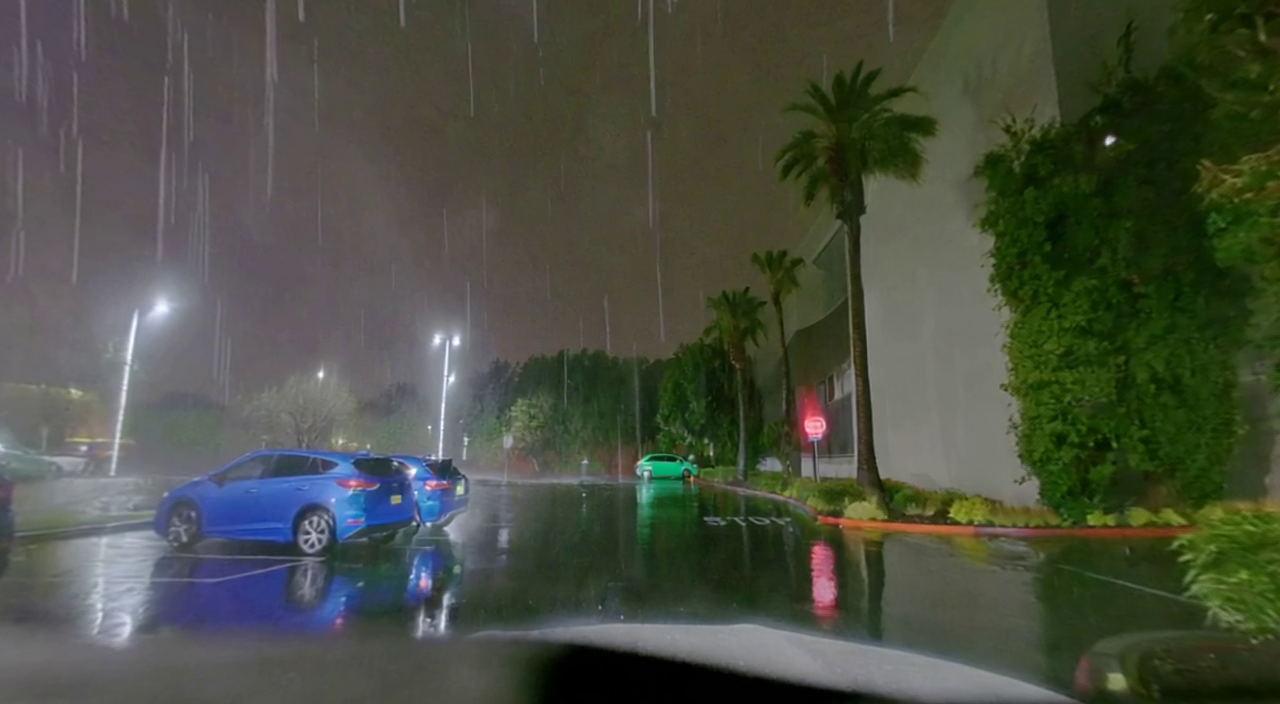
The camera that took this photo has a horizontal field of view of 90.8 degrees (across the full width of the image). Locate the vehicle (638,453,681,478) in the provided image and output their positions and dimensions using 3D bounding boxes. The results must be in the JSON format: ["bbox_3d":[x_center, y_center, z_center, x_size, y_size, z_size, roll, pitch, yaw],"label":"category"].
[{"bbox_3d":[1.381,8.371,46.826,2.071,1.700,4.367,2,-9,-14],"label":"vehicle"}]

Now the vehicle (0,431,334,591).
[{"bbox_3d":[-7.020,2.014,8.692,4.416,1.636,2.206,2,-9,9],"label":"vehicle"}]
